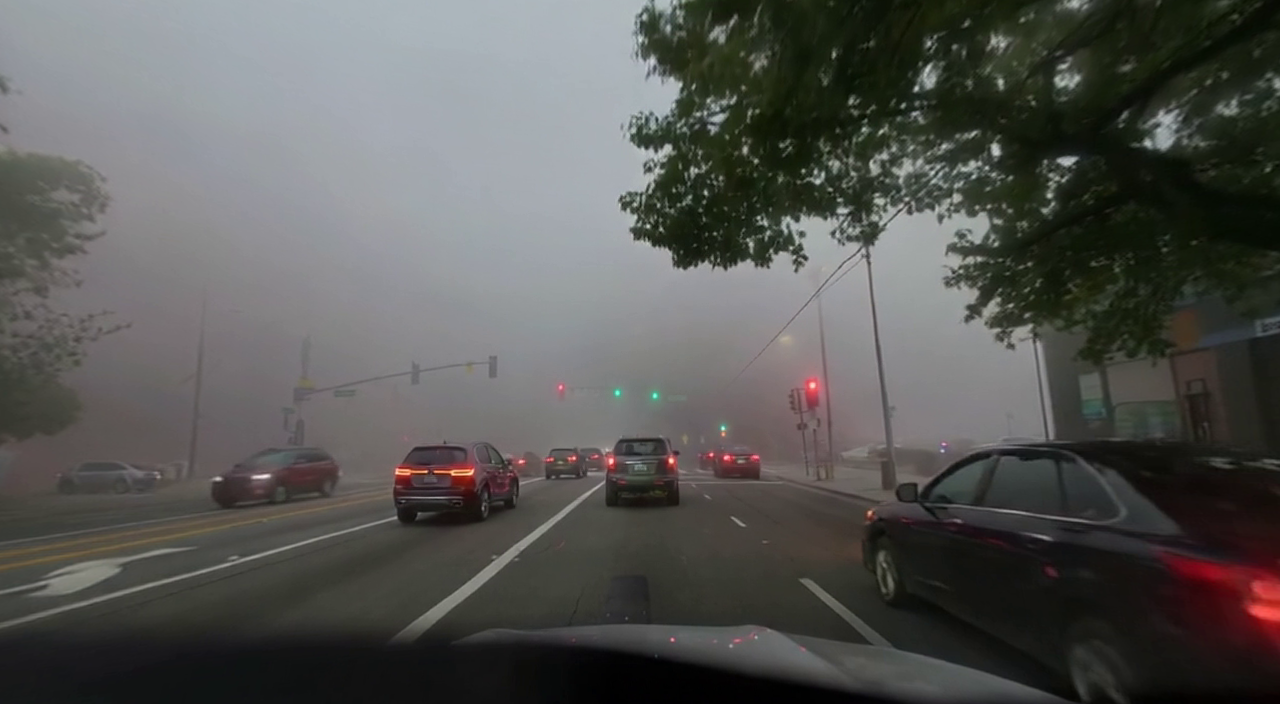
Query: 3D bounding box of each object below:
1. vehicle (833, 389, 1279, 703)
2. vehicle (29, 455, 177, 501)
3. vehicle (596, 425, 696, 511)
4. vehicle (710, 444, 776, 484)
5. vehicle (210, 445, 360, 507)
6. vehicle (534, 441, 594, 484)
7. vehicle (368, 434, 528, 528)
[{"bbox_3d":[2.968,1.185,4.115,2.030,1.492,4.383,0,-8,0],"label":"vehicle"},{"bbox_3d":[-24.299,5.675,28.882,1.919,1.831,5.335,0,-8,2],"label":"vehicle"},{"bbox_3d":[0.151,2.712,15.153,2.075,1.770,4.018,0,-8,1],"label":"vehicle"},{"bbox_3d":[4.080,4.492,25.719,1.986,1.457,4.566,0,-8,1],"label":"vehicle"},{"bbox_3d":[-10.835,3.780,19.749,1.948,1.691,4.532,0,-8,2],"label":"vehicle"},{"bbox_3d":[-3.078,4.569,26.368,1.894,1.642,3.861,0,-8,2],"label":"vehicle"},{"bbox_3d":[-3.681,2.536,13.000,1.886,1.599,4.247,0,-8,1],"label":"vehicle"}]
